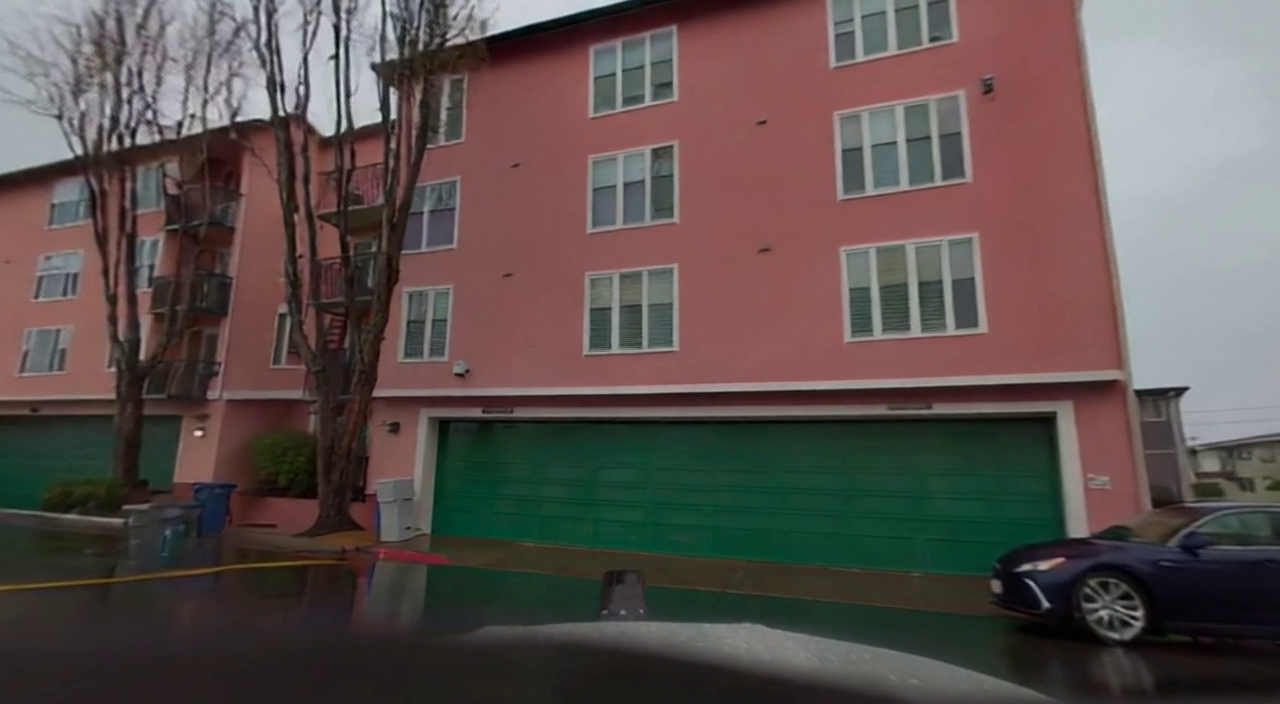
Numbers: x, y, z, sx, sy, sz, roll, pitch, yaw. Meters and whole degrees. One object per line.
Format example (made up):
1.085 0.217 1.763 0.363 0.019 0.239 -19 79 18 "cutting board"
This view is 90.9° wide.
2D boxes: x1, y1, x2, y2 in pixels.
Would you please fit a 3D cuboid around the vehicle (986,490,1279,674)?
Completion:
6.350 2.245 6.368 4.697 1.444 1.825 -3 -10 20 "vehicle"
